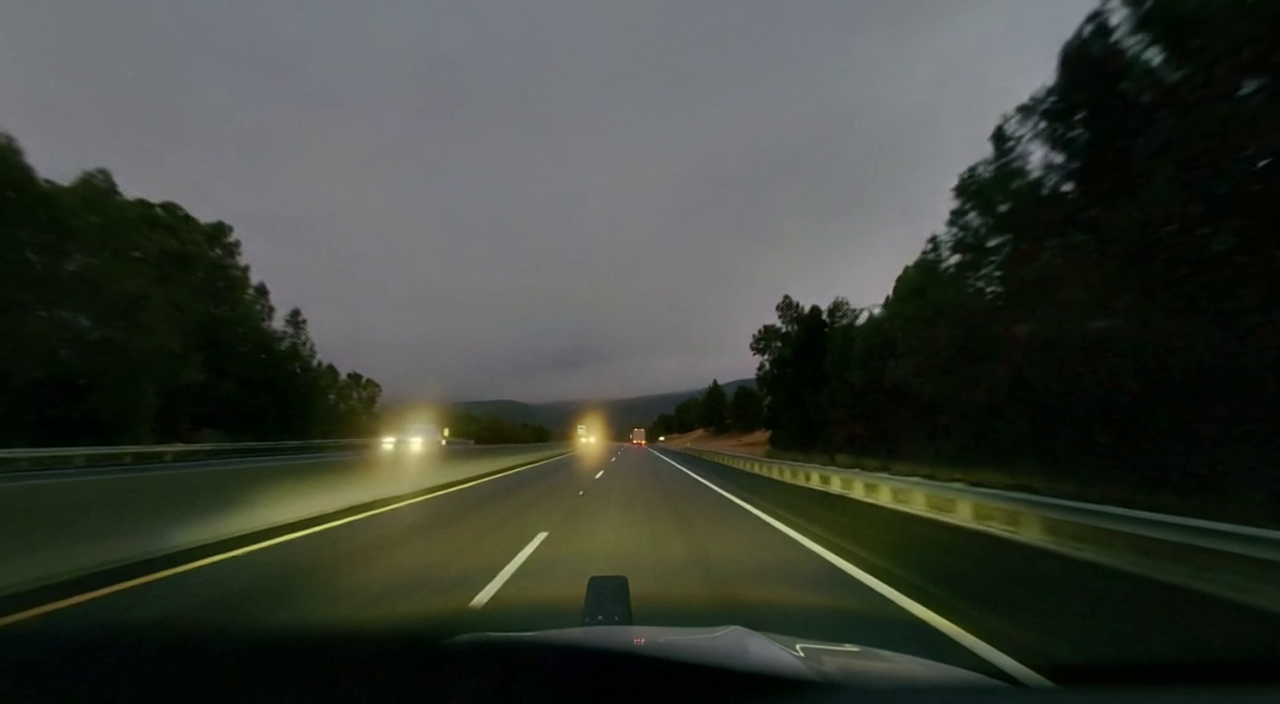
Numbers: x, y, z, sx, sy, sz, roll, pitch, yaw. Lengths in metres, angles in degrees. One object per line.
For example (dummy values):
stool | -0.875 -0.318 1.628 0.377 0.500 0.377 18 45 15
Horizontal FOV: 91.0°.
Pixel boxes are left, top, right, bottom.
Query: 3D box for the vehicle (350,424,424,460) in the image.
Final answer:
vehicle | -14.465 5.208 36.415 2.104 1.922 5.192 0 -8 0
